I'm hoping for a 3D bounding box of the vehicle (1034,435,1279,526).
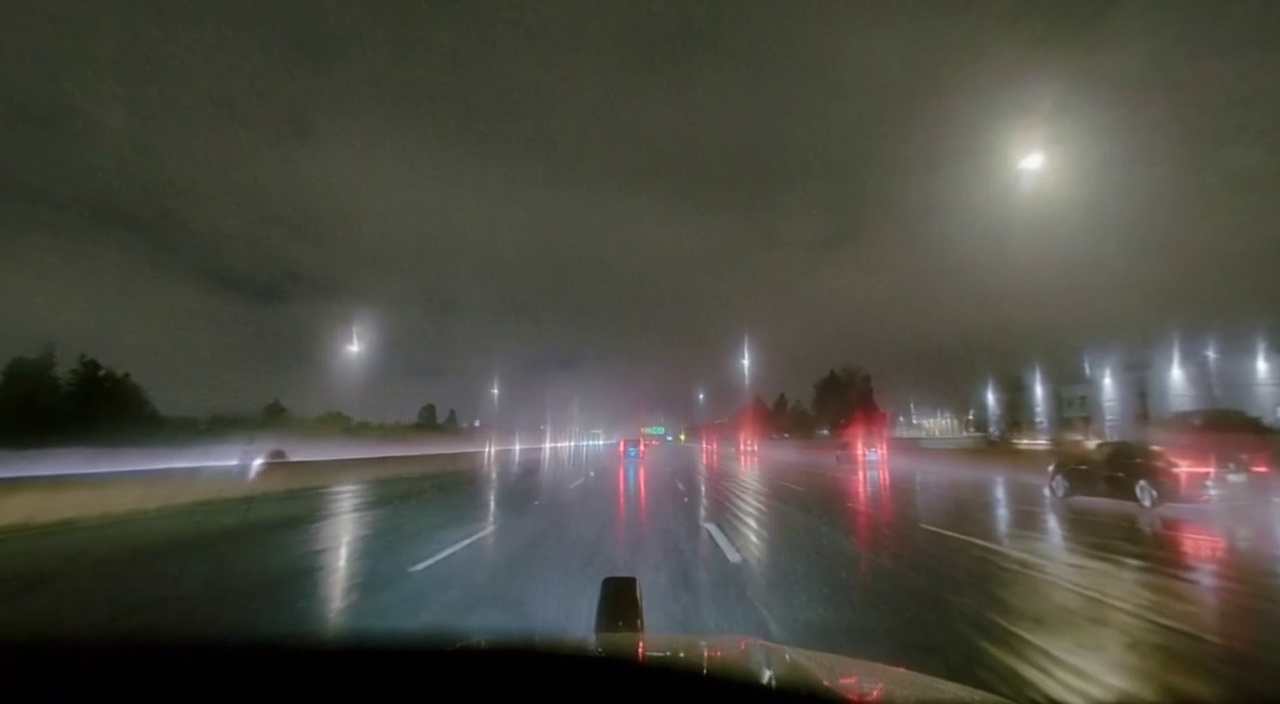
[{"bbox_3d":[10.091,2.384,12.338,1.900,1.432,4.519,0,-8,1],"label":"vehicle"}]

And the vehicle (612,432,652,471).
[{"bbox_3d":[-0.357,5.084,32.297,1.893,1.827,4.513,0,-8,1],"label":"vehicle"}]

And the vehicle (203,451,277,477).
[{"bbox_3d":[-24.324,6.809,38.589,1.806,1.450,4.041,0,-8,1],"label":"vehicle"}]
